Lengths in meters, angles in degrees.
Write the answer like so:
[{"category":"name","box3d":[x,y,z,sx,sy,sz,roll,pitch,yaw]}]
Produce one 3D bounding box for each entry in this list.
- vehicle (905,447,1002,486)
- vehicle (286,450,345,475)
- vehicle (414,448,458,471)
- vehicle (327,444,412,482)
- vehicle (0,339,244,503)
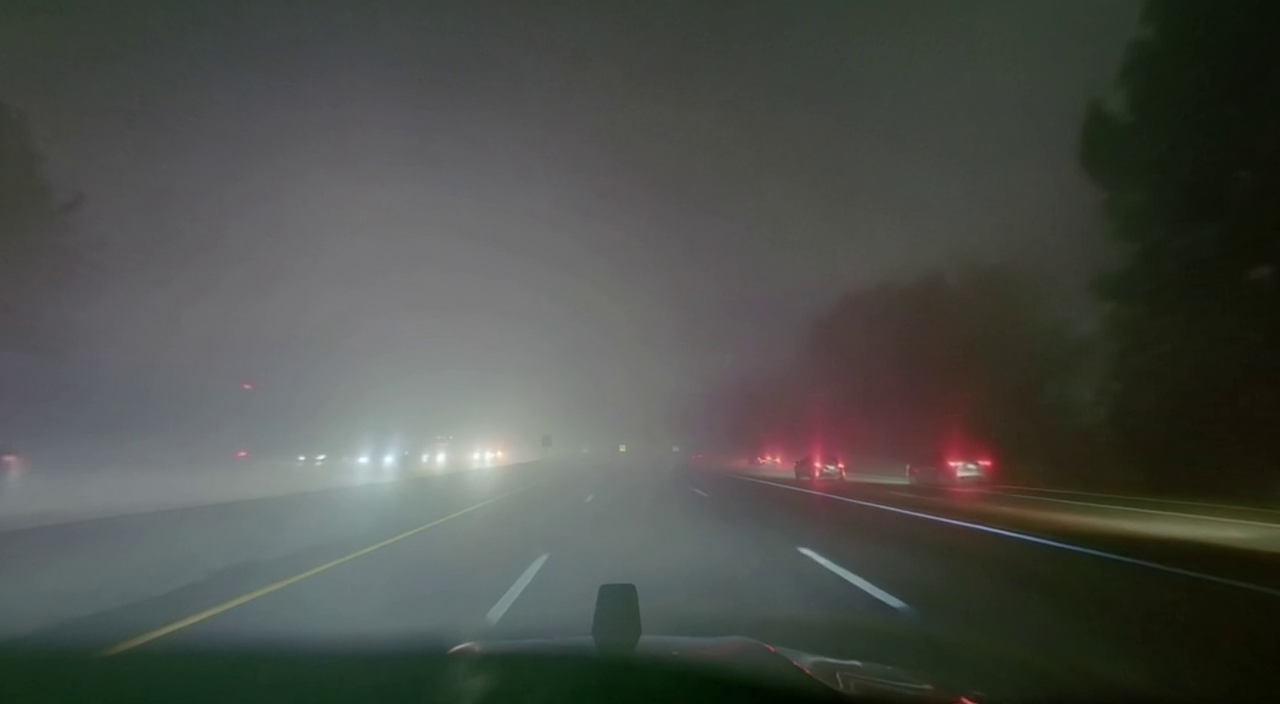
[{"category":"vehicle","box3d":[15.471,5.660,31.262,2.020,1.738,4.549,1,-9,-8]},{"category":"vehicle","box3d":[-20.003,6.821,38.778,1.793,1.461,3.704,0,-9,-3]},{"category":"vehicle","box3d":[-14.379,7.619,44.421,1.842,1.507,4.406,0,-9,-4]},{"category":"vehicle","box3d":[-11.876,4.912,27.851,1.881,1.515,4.661,0,-9,-3]},{"category":"vehicle","box3d":[-18.363,2.400,20.026,2.968,4.245,13.857,0,-9,-3]}]
